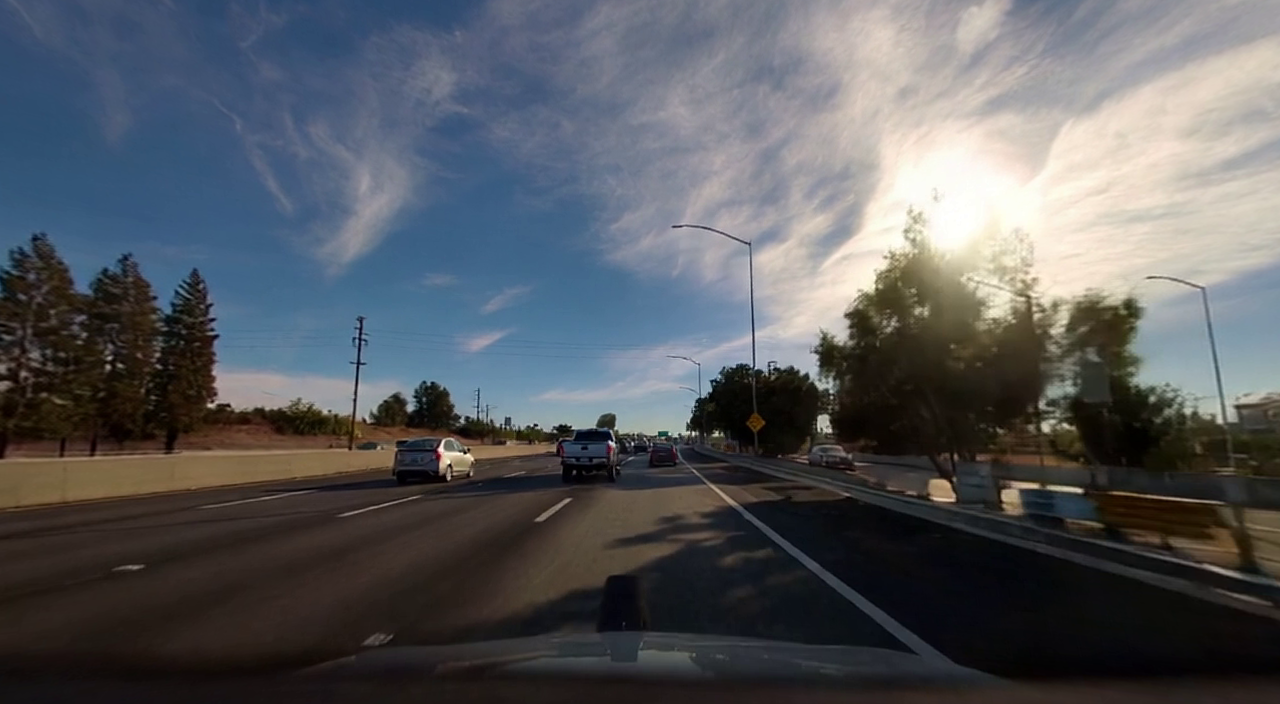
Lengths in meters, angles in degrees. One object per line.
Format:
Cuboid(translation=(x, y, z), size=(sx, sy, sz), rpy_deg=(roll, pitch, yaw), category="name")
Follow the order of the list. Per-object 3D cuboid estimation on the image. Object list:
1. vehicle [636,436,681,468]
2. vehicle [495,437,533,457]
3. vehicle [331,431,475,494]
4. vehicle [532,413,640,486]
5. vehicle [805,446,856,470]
Cuboid(translation=(0.835, 4.852, 30.611), size=(2.013, 1.444, 4.447), rpy_deg=(0, -8, 0), category="vehicle")
Cuboid(translation=(-9.785, 7.432, 49.017), size=(1.915, 1.472, 4.502), rpy_deg=(0, -8, 2), category="vehicle")
Cuboid(translation=(-6.262, 2.970, 17.269), size=(1.964, 1.481, 4.425), rpy_deg=(-1, -8, 4), category="vehicle")
Cuboid(translation=(-1.557, 3.282, 21.400), size=(2.815, 2.092, 6.526), rpy_deg=(0, -8, 3), category="vehicle")
Cuboid(translation=(11.966, 6.651, 39.701), size=(1.838, 1.439, 4.471), rpy_deg=(0, -8, 0), category="vehicle")
